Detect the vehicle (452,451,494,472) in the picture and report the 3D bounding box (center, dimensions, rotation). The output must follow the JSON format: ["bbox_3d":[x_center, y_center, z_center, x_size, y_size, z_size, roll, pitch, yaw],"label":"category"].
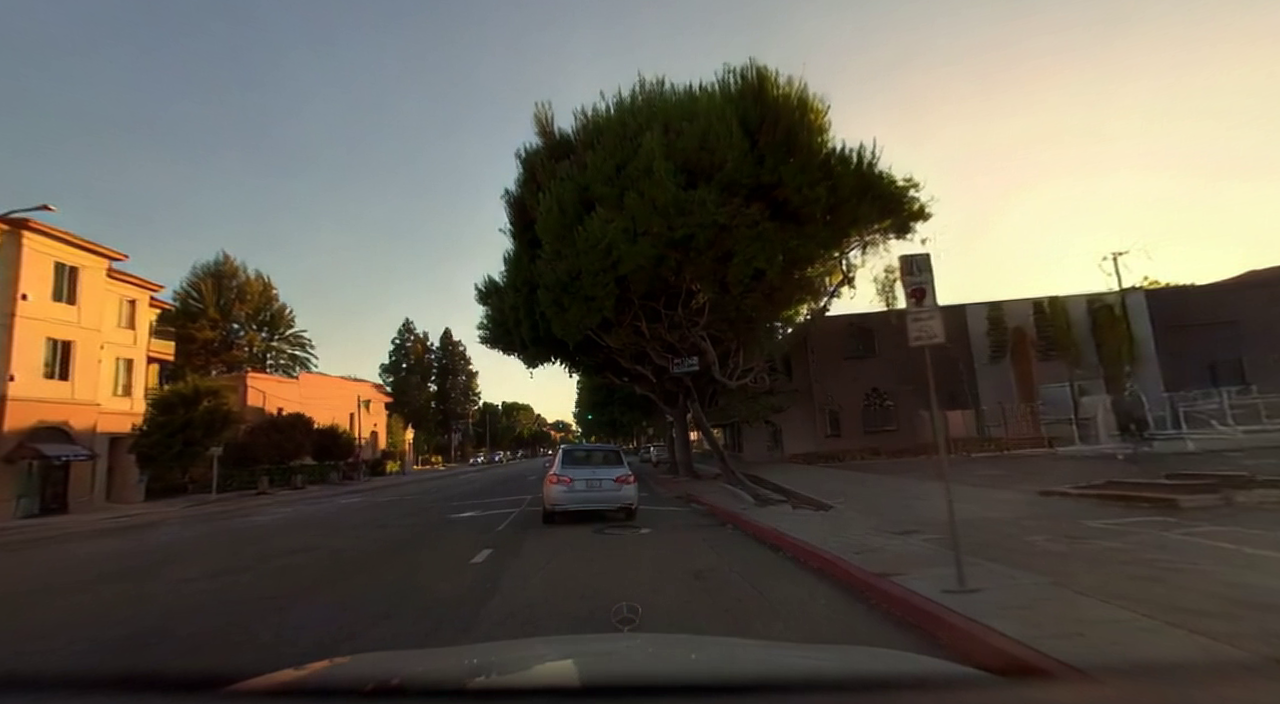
[{"bbox_3d":[-12.783,8.405,48.592,1.962,1.472,4.387,-1,-8,2],"label":"vehicle"}]

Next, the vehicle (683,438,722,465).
[{"bbox_3d":[3.646,5.903,37.619,1.972,1.484,3.974,0,-8,1],"label":"vehicle"}]

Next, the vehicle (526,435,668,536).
[{"bbox_3d":[-0.760,2.335,11.745,2.116,1.479,4.358,0,-8,-3],"label":"vehicle"}]
